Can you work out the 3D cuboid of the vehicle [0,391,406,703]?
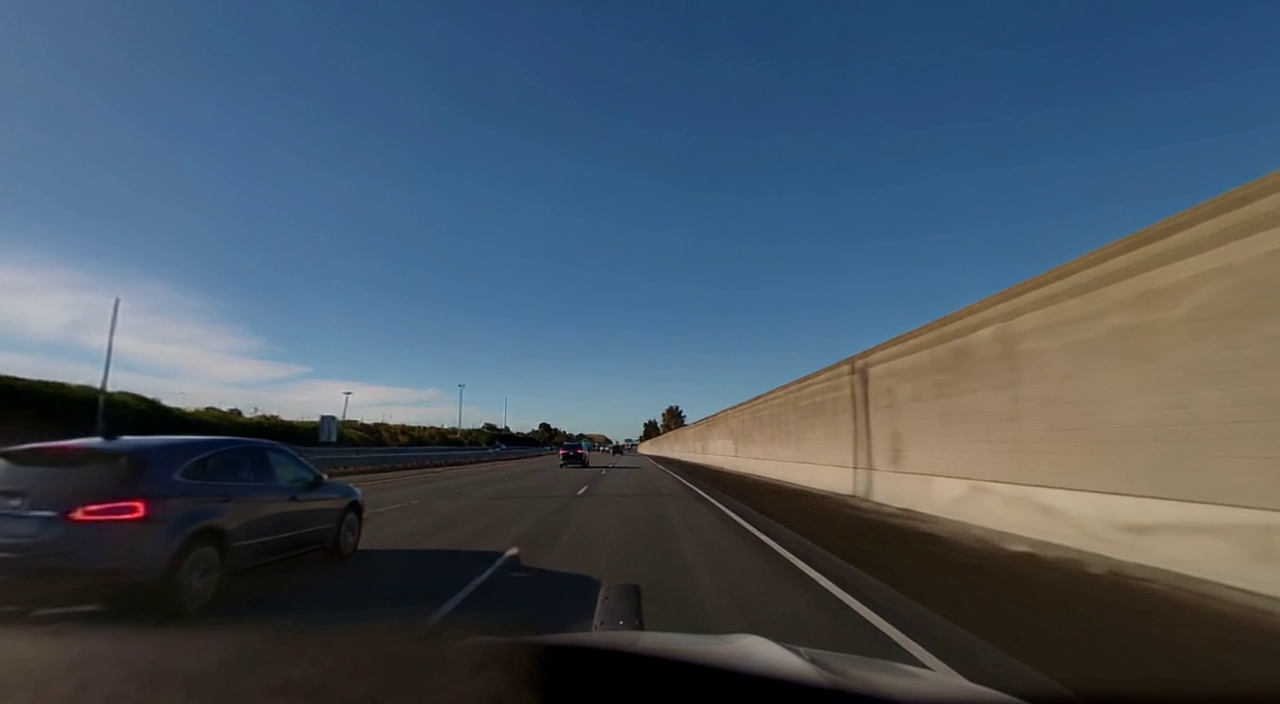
[{"bbox_3d":[-3.798,1.272,4.984,2.195,1.573,4.176,0,-9,1],"label":"vehicle"}]

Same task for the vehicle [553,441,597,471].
[{"bbox_3d":[-3.833,6.202,37.740,2.133,1.683,4.340,0,-9,0],"label":"vehicle"}]
